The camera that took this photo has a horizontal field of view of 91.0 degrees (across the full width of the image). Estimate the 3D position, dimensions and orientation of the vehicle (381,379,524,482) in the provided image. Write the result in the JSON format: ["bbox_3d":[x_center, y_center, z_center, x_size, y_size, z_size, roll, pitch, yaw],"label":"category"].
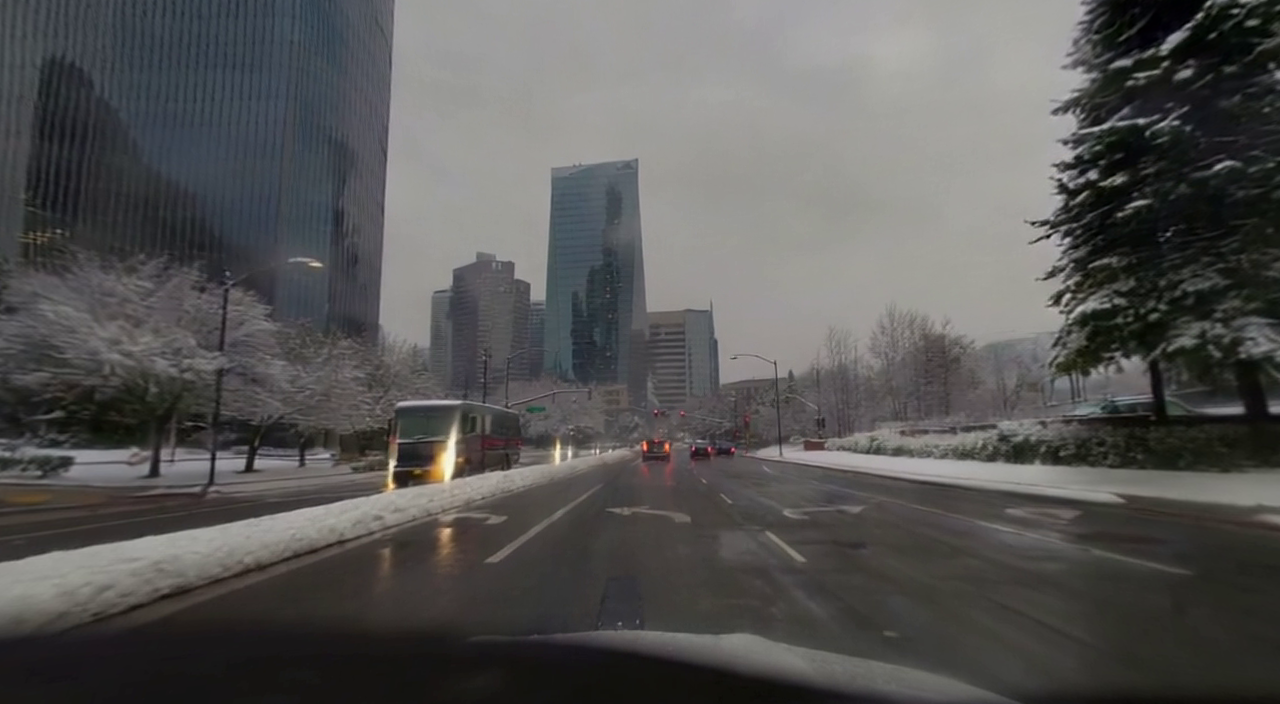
[{"bbox_3d":[-8.235,3.876,29.870,3.065,3.928,11.252,0,-9,1],"label":"vehicle"}]

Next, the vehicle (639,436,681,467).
[{"bbox_3d":[1.273,6.443,40.912,2.601,1.878,4.535,0,-9,1],"label":"vehicle"}]
